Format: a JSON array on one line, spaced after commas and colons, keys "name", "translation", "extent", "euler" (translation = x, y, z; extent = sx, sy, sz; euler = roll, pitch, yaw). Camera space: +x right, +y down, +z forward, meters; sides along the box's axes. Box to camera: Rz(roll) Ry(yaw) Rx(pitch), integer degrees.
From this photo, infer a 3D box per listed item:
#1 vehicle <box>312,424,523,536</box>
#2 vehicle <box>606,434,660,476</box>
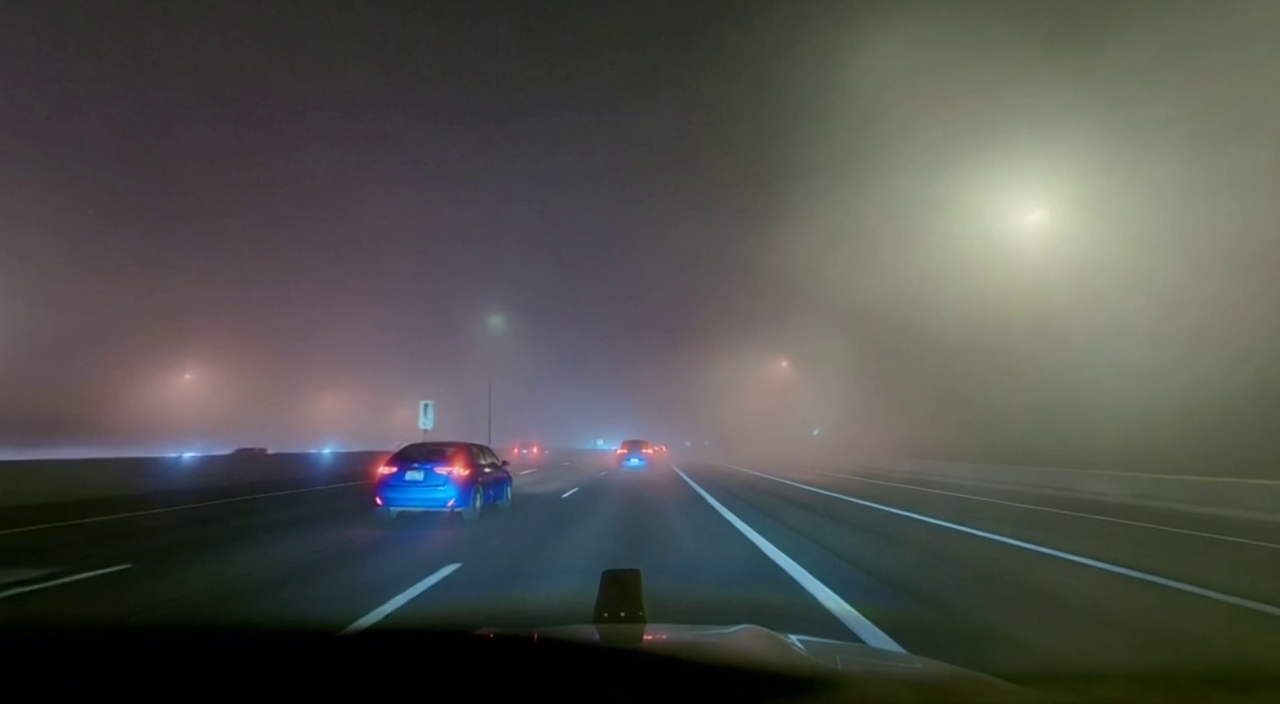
[{"name": "vehicle", "translation": [-3.682, 2.213, 11.495], "extent": [2.124, 1.607, 4.531], "euler": [0, -9, 1]}, {"name": "vehicle", "translation": [-0.241, 4.476, 27.518], "extent": [2.155, 1.690, 4.318], "euler": [0, -9, 1]}]
